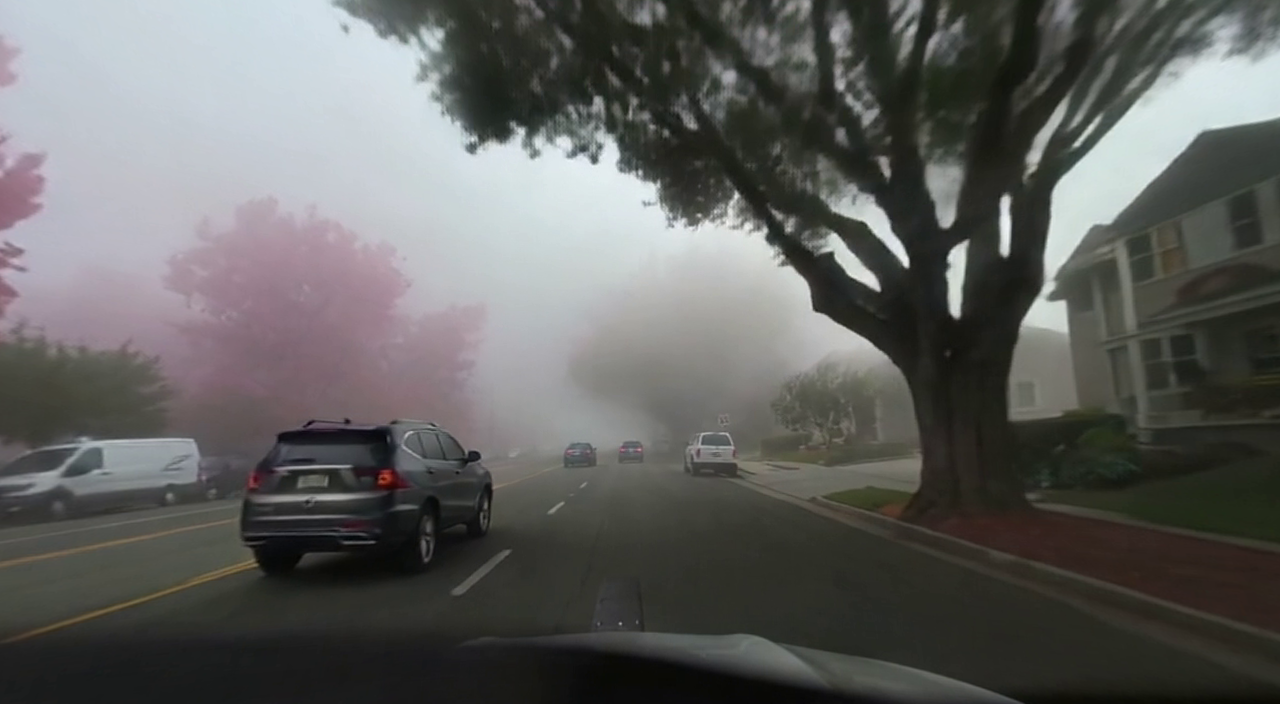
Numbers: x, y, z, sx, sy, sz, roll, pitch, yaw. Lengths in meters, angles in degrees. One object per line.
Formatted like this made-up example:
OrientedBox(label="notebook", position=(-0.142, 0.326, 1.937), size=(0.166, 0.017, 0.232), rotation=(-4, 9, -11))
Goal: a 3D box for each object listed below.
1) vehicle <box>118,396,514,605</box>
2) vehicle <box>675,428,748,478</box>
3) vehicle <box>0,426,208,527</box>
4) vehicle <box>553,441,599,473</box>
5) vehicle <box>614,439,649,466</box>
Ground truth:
OrientedBox(label="vehicle", position=(-3.238, 1.631, 7.912), size=(2.257, 1.751, 5.028), rotation=(0, -9, 0))
OrientedBox(label="vehicle", position=(3.110, 4.590, 28.858), size=(2.653, 2.058, 5.096), rotation=(0, -9, -1))
OrientedBox(label="vehicle", position=(-16.336, 3.549, 18.917), size=(2.474, 2.431, 6.256), rotation=(-6, -7, 0))
OrientedBox(label="vehicle", position=(-3.439, 5.739, 34.705), size=(2.167, 1.634, 4.220), rotation=(0, -9, -1))
OrientedBox(label="vehicle", position=(-0.590, 7.162, 45.170), size=(2.376, 1.801, 4.317), rotation=(0, -9, -1))
